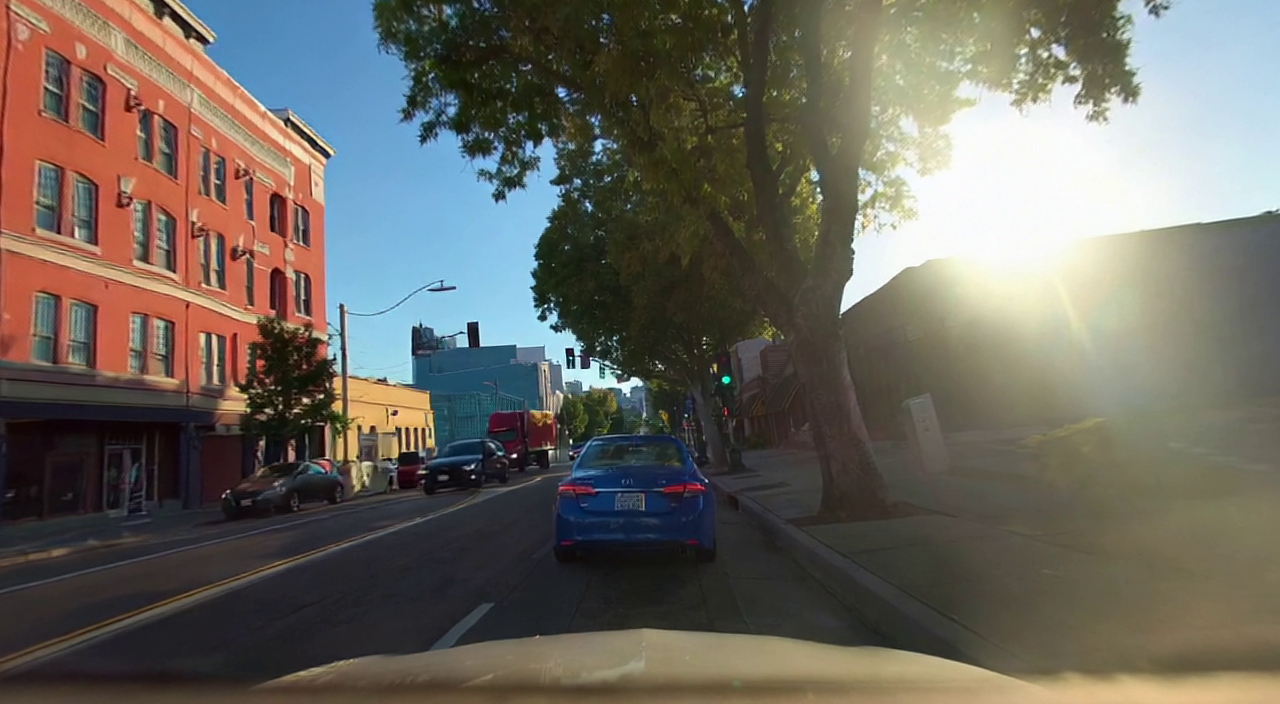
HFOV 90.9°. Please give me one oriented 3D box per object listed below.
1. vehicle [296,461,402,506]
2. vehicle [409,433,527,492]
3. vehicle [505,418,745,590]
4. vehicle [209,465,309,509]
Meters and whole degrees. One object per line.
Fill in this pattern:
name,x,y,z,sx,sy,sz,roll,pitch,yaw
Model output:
vehicle,-11.225,5.076,24.723,2.010,1.483,4.324,0,-8,1
vehicle,-6.001,3.963,23.050,2.402,1.852,6.057,-1,-8,2
vehicle,-0.054,1.621,7.534,2.094,1.478,3.922,-1,-8,2
vehicle,-17.441,6.153,28.916,3.516,1.383,1.704,-10,-10,1
